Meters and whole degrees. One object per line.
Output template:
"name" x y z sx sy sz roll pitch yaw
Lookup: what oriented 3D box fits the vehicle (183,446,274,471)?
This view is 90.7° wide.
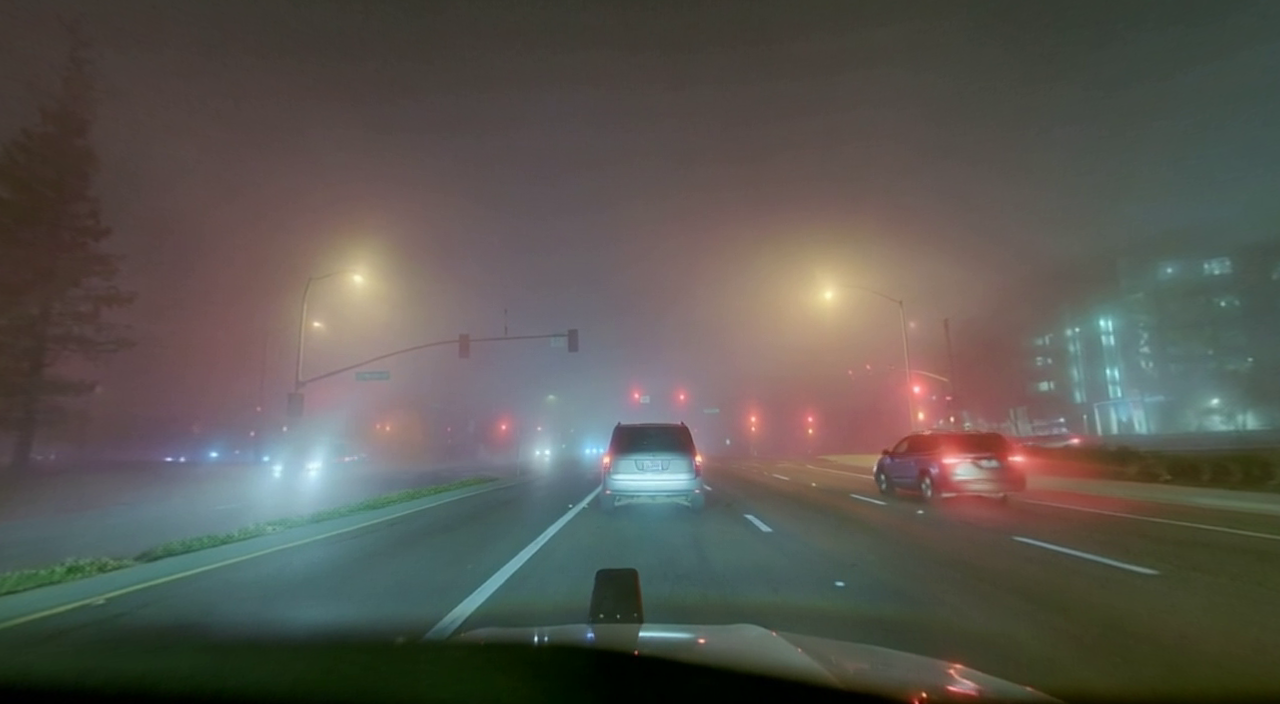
"vehicle" -30.081 7.778 46.319 5.244 1.715 1.950 0 -9 1

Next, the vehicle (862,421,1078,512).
"vehicle" 7.043 2.510 14.248 2.447 1.707 4.396 0 -9 0

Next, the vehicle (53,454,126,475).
"vehicle" -40.057 8.190 46.132 3.386 1.456 2.024 0 -9 0

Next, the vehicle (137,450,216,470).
"vehicle" -36.283 8.466 49.581 4.647 1.484 1.893 0 -9 1

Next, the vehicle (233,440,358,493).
"vehicle" -11.738 3.912 21.974 2.209 1.627 4.582 1 -9 -7

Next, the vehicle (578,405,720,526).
"vehicle" 0.207 2.187 12.611 2.267 1.926 4.708 0 -9 2
